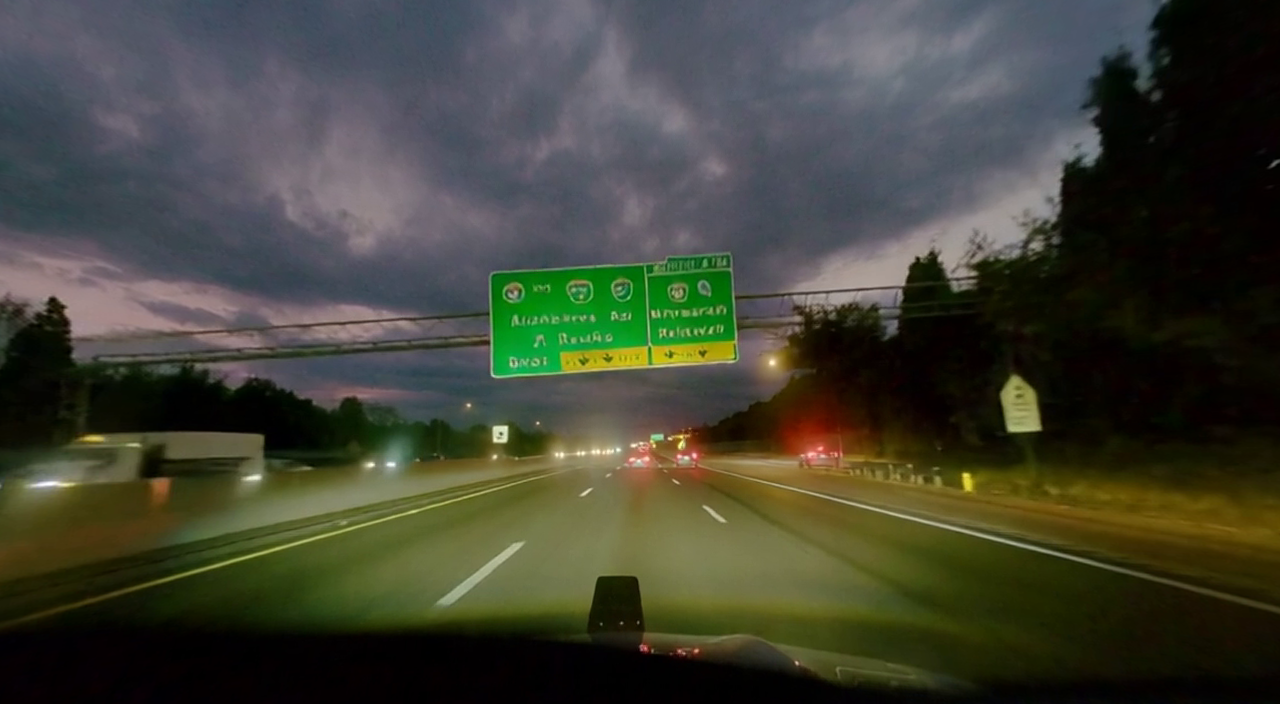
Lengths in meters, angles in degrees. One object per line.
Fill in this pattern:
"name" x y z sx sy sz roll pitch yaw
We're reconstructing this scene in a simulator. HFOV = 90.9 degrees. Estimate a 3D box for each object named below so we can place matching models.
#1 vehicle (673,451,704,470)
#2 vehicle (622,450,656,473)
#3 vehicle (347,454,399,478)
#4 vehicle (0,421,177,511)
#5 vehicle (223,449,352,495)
"vehicle" 3.611 8.106 47.211 1.883 1.320 3.386 0 -9 -2
"vehicle" -0.118 6.911 39.981 2.065 1.400 4.028 0 -9 -1
"vehicle" -18.246 7.783 43.266 1.747 1.480 4.431 0 -9 -3
"vehicle" -19.590 3.773 21.243 2.294 2.582 7.204 0 -9 1
"vehicle" -13.581 4.621 24.754 2.081 1.598 5.088 0 -9 0
